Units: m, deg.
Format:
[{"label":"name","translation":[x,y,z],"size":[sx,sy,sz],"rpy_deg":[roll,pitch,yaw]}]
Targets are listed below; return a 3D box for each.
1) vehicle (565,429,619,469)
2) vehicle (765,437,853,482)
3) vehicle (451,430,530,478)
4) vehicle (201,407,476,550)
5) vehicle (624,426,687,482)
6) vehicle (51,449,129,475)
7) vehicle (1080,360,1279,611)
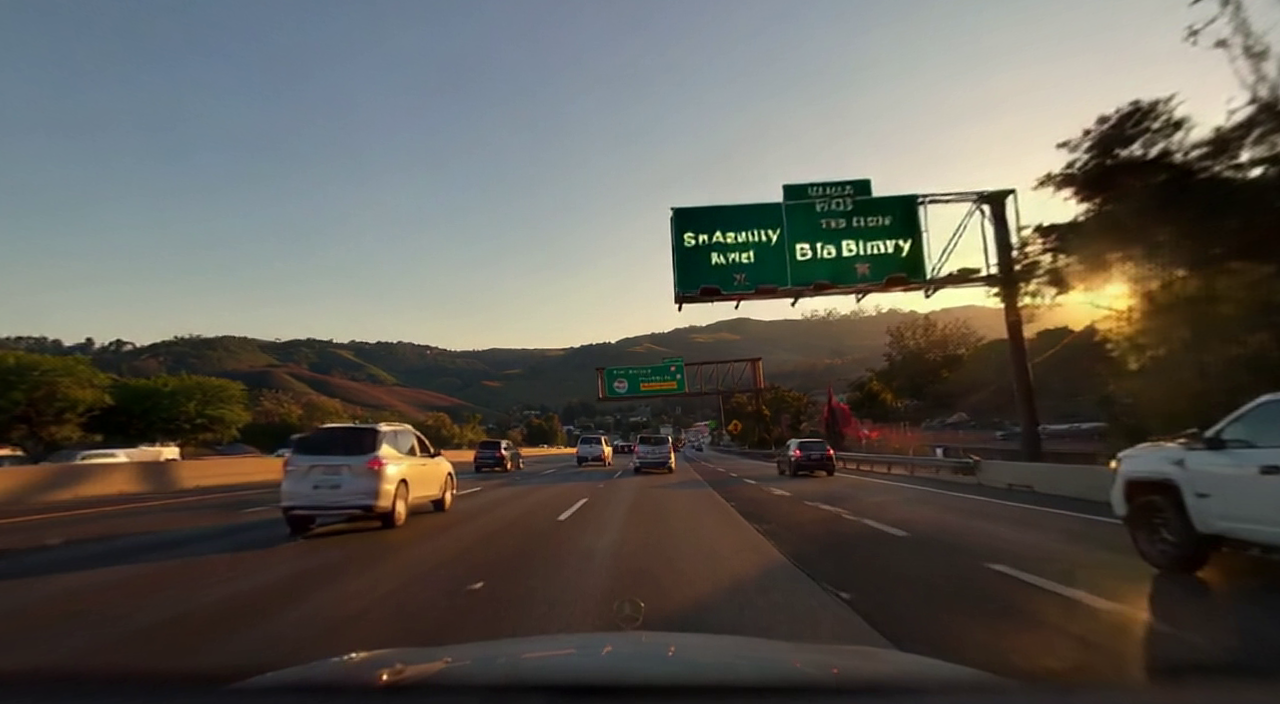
[{"label":"vehicle","translation":[-2.492,5.256,34.343],"size":[2.316,1.999,5.765],"rpy_deg":[-1,-8,2]},{"label":"vehicle","translation":[6.031,3.874,23.111],"size":[1.998,1.456,4.338],"rpy_deg":[0,-8,0]},{"label":"vehicle","translation":[-6.094,4.212,26.307],"size":[2.036,1.813,4.564],"rpy_deg":[-1,-8,2]},{"label":"vehicle","translation":[-4.492,1.974,10.590],"size":[2.160,1.799,5.001],"rpy_deg":[0,-8,0]},{"label":"vehicle","translation":[0.571,3.640,22.640],"size":[2.052,1.808,3.898],"rpy_deg":[-1,-8,2]},{"label":"vehicle","translation":[-36.246,7.231,41.672],"size":[1.736,1.482,3.649],"rpy_deg":[-3,-8,3]},{"label":"vehicle","translation":[5.812,0.945,4.400],"size":[2.029,1.859,4.669],"rpy_deg":[0,-8,-1]}]
